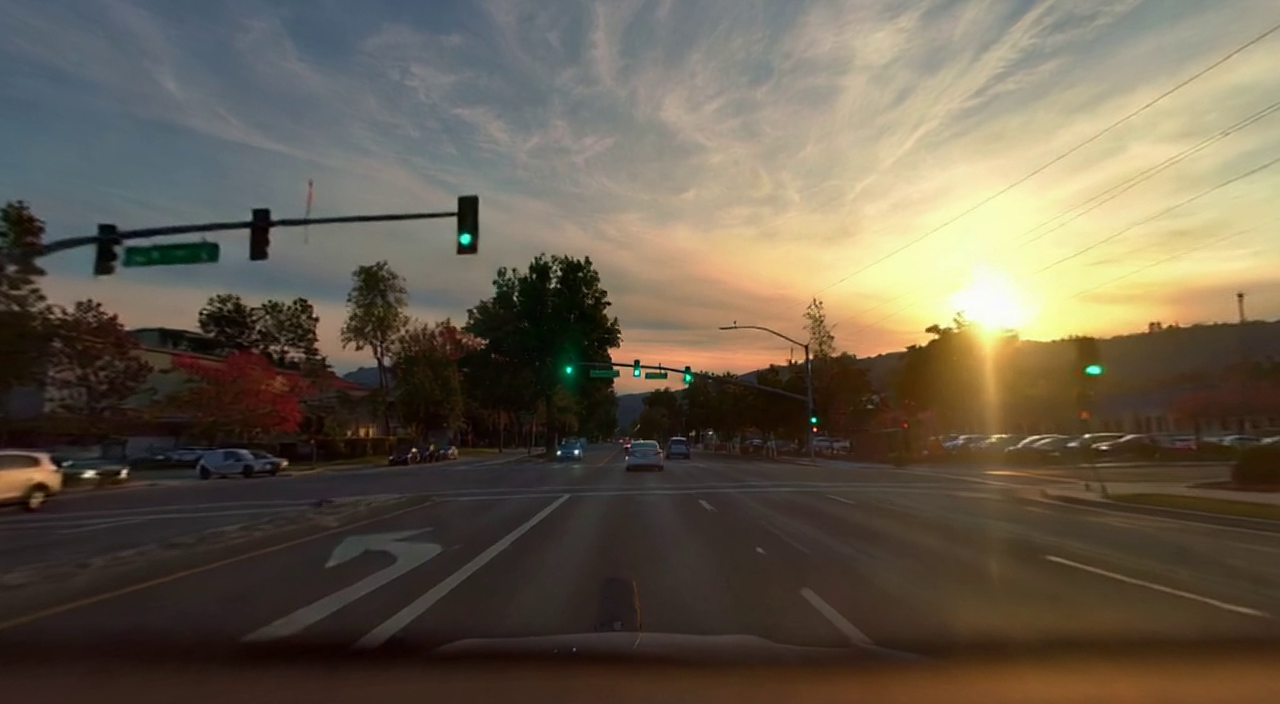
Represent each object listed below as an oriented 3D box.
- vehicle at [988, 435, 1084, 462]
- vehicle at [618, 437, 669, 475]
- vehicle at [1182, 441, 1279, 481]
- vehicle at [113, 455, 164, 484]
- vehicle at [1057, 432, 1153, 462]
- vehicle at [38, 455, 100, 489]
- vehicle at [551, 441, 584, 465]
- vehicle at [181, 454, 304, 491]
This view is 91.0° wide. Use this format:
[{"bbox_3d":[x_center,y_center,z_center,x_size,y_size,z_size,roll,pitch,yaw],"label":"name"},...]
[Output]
[{"bbox_3d":[25.855,6.318,41.254,1.941,1.641,4.829,7,-11,-39],"label":"vehicle"},{"bbox_3d":[0.113,4.696,28.586,2.145,1.572,4.021,1,-9,-1],"label":"vehicle"},{"bbox_3d":[24.871,4.314,24.961,4.788,1.481,1.959,0,-9,2],"label":"vehicle"},{"bbox_3d":[-28.179,6.543,35.310,1.953,1.415,4.553,8,-11,-40],"label":"vehicle"},{"bbox_3d":[29.849,6.115,40.518,1.958,1.759,4.517,7,-11,-38],"label":"vehicle"},{"bbox_3d":[-28.442,5.926,31.377,2.022,1.455,4.478,8,-11,-41],"label":"vehicle"},{"bbox_3d":[-5.128,7.209,44.949,1.844,1.534,3.831,-3,-8,0],"label":"vehicle"},{"bbox_3d":[-18.837,5.717,30.293,2.311,1.485,5.817,1,-9,-2],"label":"vehicle"}]
